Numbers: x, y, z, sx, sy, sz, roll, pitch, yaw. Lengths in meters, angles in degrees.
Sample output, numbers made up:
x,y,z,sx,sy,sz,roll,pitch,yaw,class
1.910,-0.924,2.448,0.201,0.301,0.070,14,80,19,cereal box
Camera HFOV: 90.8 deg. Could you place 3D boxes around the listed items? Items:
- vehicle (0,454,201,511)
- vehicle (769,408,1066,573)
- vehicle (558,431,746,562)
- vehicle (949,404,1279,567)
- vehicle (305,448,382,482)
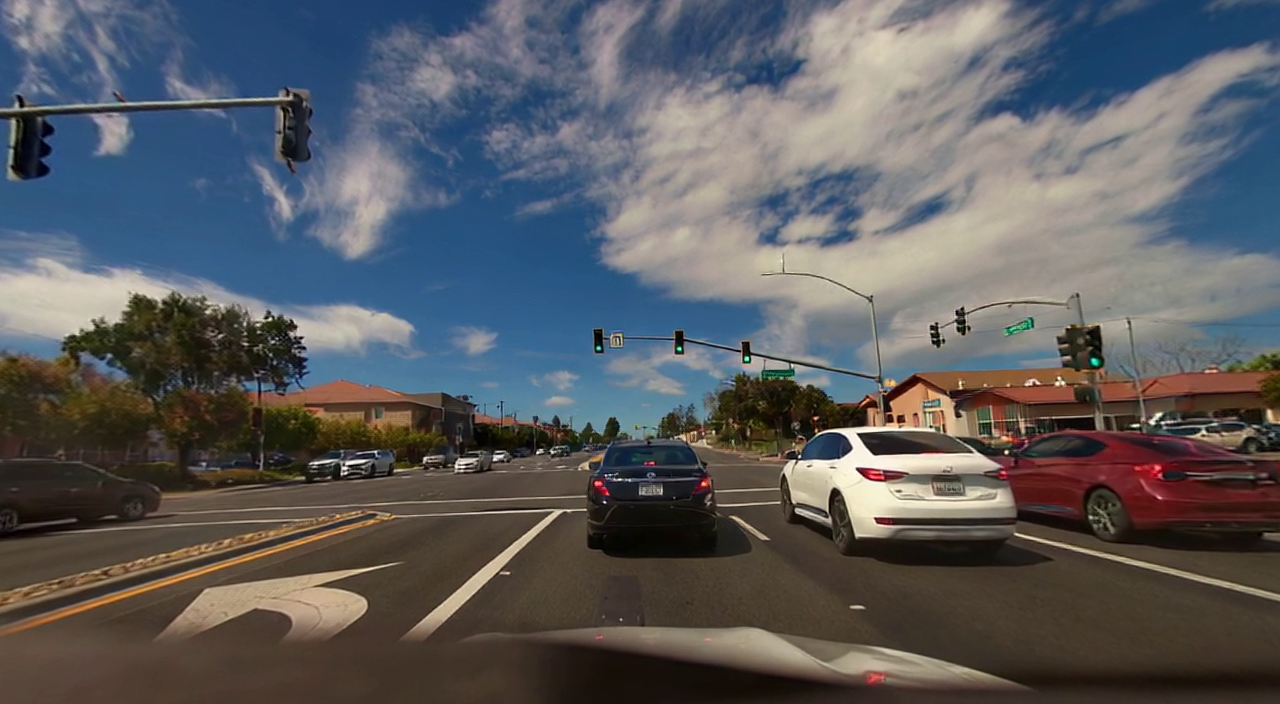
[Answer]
x,y,z,sx,sy,sz,roll,pitch,yaw,class
-18.151,4.349,21.421,4.780,1.669,2.232,2,-9,-16,vehicle
3.272,1.745,8.769,1.973,1.633,4.717,0,-9,0,vehicle
0.112,1.952,9.291,2.135,1.468,4.076,0,-8,-1,vehicle
6.466,1.722,8.865,2.009,1.700,4.275,0,-8,-1,vehicle
-18.572,7.071,39.948,2.324,1.911,5.610,0,-9,-2,vehicle
